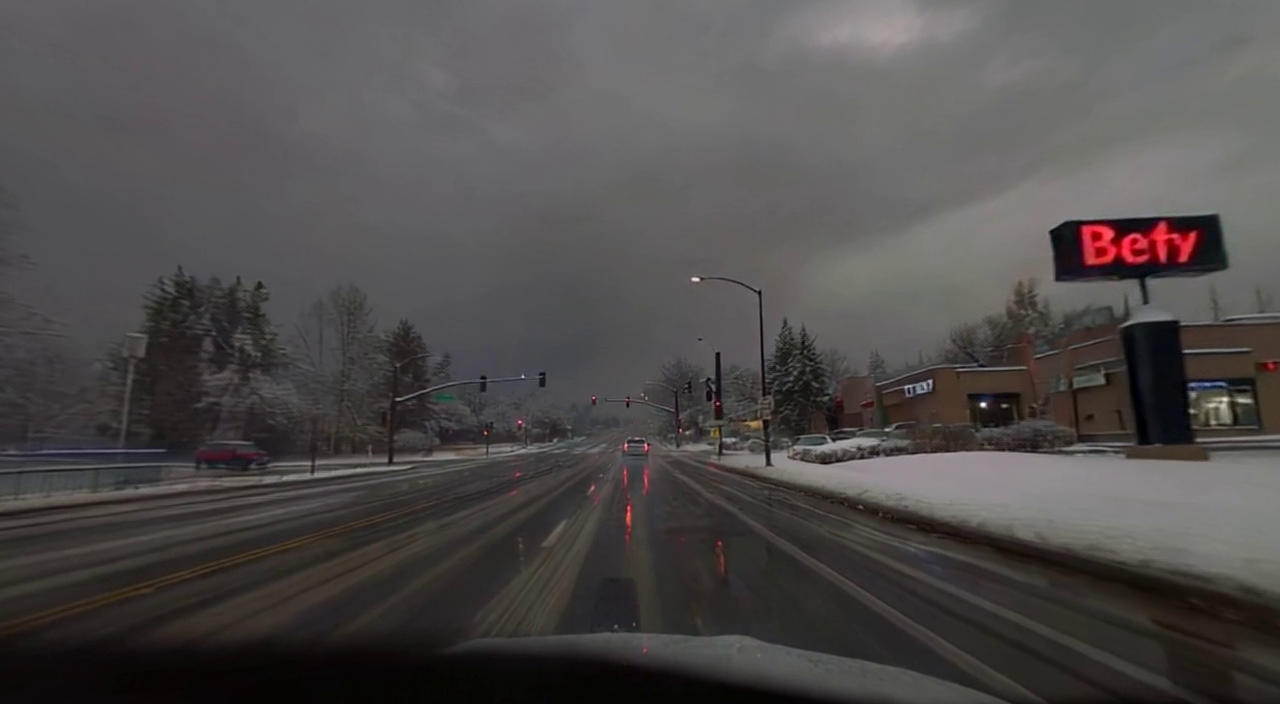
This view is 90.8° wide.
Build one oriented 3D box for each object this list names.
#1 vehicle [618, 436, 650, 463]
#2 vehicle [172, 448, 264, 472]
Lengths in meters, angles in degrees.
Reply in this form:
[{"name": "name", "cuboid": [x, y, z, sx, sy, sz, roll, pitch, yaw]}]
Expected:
[{"name": "vehicle", "cuboid": [-0.399, 6.450, 41.913, 2.024, 1.628, 4.774, 0, -8, -1]}, {"name": "vehicle", "cuboid": [-30.553, 7.814, 45.836, 5.136, 1.723, 1.953, 0, -8, -2]}]
